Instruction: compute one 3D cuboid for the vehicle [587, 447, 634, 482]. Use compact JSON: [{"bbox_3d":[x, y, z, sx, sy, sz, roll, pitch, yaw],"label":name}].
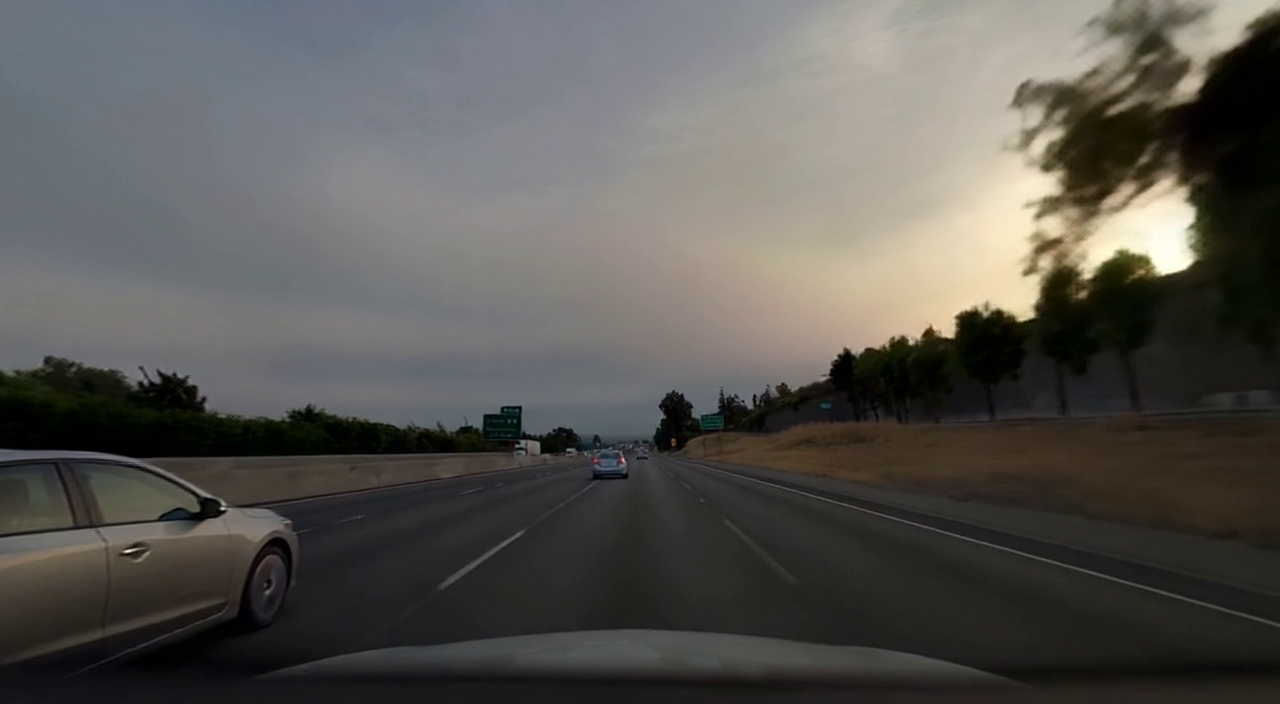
[{"bbox_3d":[-1.303,5.250,29.584,1.908,1.515,3.871,0,-9,1],"label":"vehicle"}]
